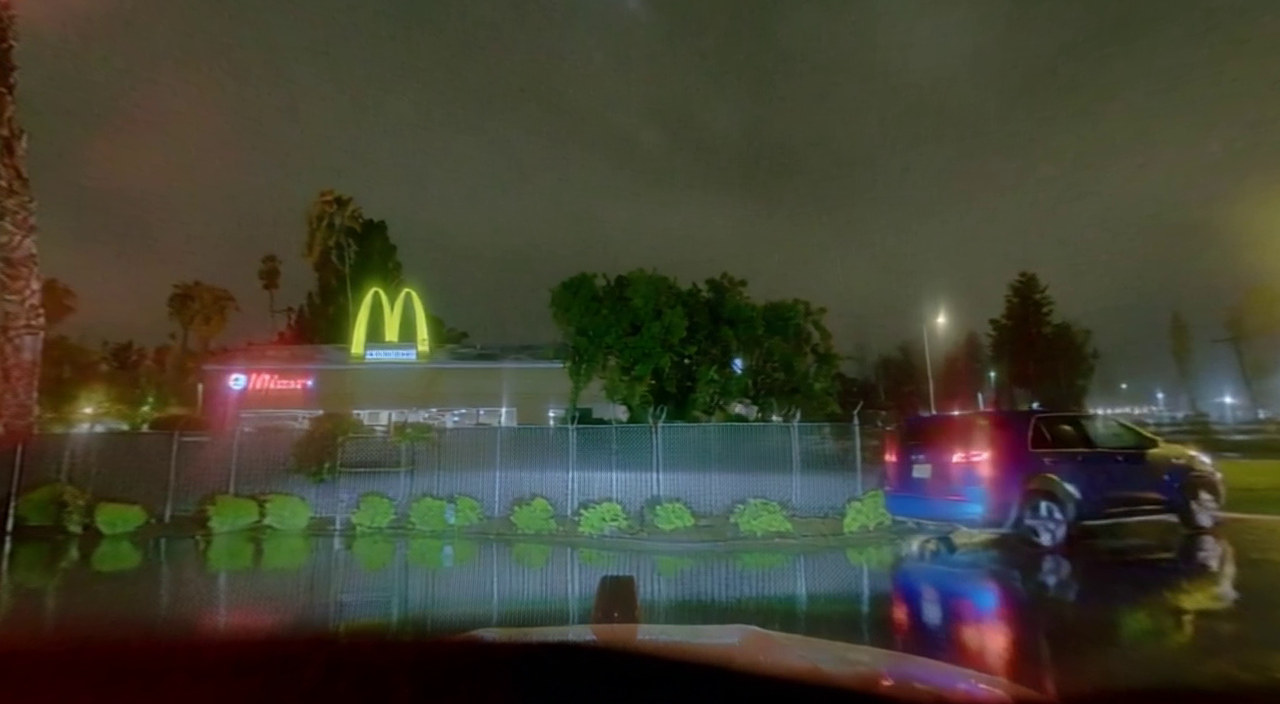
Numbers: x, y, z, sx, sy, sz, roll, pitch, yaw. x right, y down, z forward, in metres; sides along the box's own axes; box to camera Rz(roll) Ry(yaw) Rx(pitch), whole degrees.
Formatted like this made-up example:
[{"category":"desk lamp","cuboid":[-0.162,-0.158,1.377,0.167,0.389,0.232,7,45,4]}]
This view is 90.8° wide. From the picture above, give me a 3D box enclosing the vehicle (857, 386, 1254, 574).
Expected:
[{"category":"vehicle","cuboid":[5.191,1.424,7.956,4.365,1.791,2.073,3,-7,-24]}]
